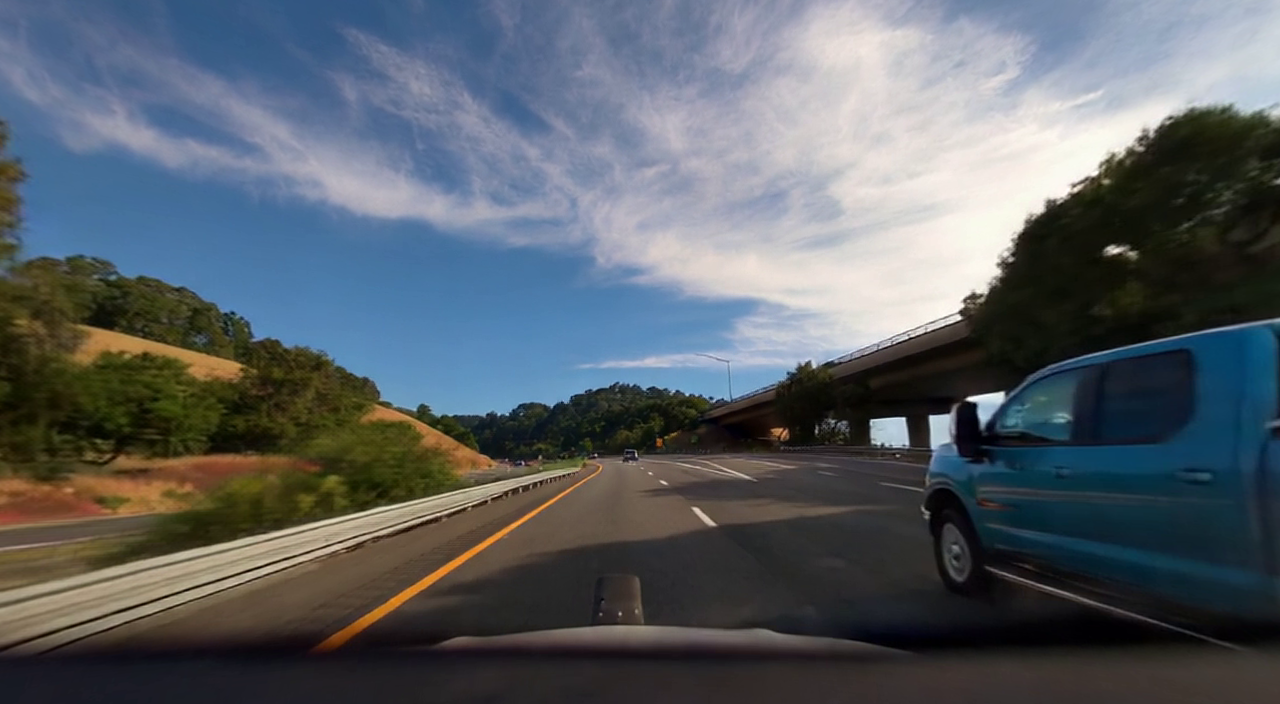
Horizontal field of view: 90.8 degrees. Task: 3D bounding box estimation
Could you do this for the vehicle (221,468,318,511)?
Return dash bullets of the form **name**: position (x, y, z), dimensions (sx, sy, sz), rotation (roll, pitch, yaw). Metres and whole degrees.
- **vehicle**: position (-22.196, 8.208, 38.249), dimensions (2.573, 1.976, 5.651), rotation (-5, -9, -1)
